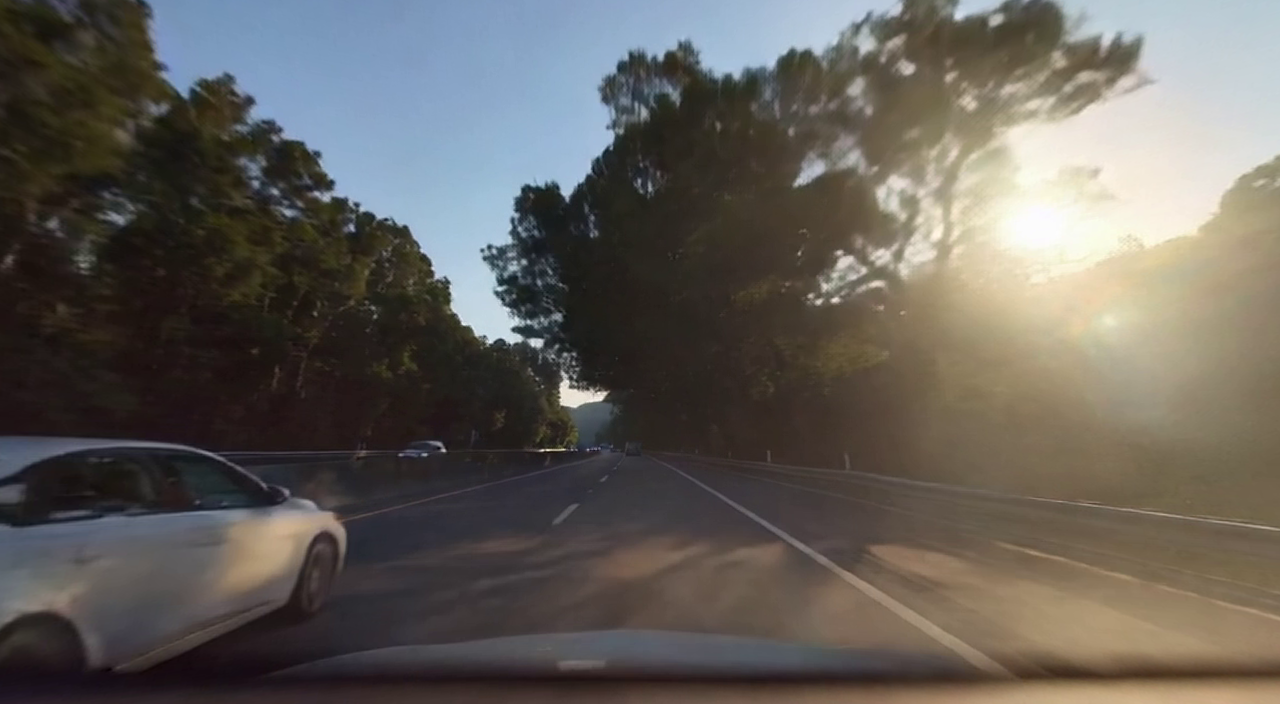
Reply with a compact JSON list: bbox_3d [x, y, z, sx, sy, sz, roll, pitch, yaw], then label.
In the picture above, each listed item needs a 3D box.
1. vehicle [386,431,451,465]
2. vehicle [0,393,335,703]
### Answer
[{"bbox_3d":[-12.584,5.494,36.175,2.006,1.802,4.720,0,-9,0],"label":"vehicle"},{"bbox_3d":[-3.439,0.981,2.753,1.977,1.520,4.361,0,-9,1],"label":"vehicle"}]
